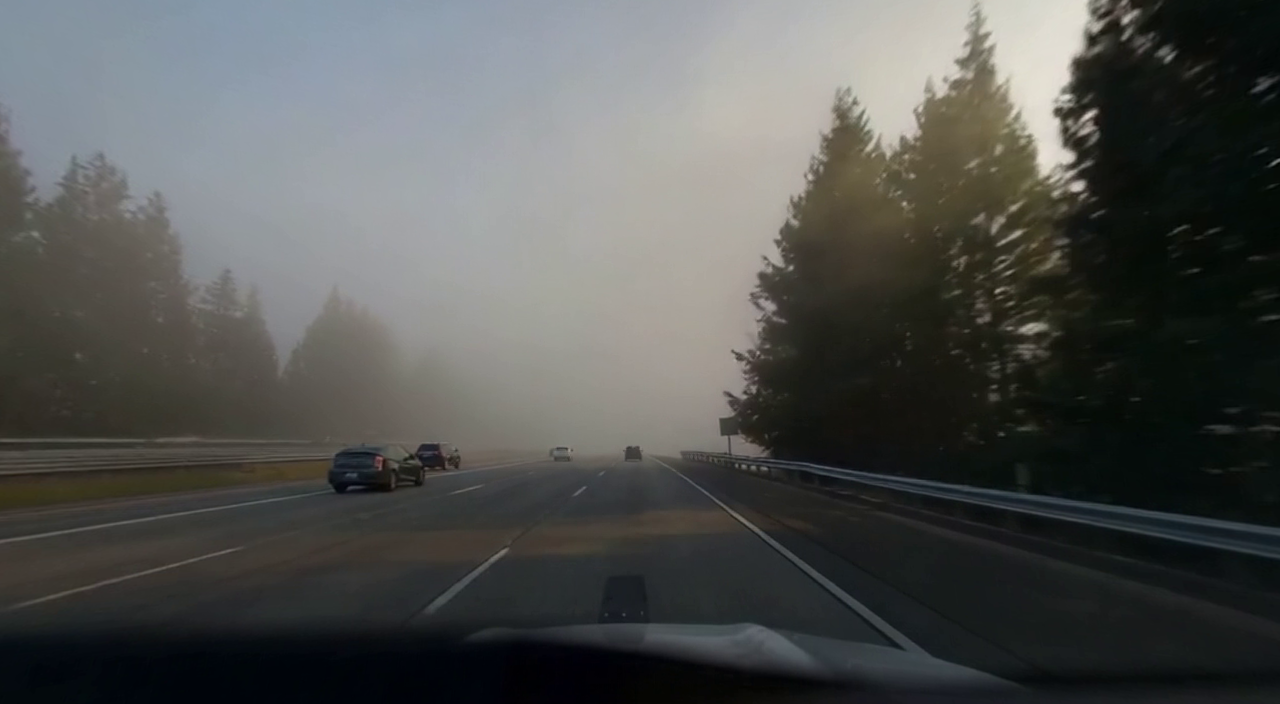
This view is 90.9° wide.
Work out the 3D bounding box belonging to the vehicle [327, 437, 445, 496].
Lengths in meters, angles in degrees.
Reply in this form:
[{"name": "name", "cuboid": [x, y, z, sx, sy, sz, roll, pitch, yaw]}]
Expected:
[{"name": "vehicle", "cuboid": [-7.551, 3.424, 19.239, 1.972, 1.603, 3.891, 0, -8, 0]}]
